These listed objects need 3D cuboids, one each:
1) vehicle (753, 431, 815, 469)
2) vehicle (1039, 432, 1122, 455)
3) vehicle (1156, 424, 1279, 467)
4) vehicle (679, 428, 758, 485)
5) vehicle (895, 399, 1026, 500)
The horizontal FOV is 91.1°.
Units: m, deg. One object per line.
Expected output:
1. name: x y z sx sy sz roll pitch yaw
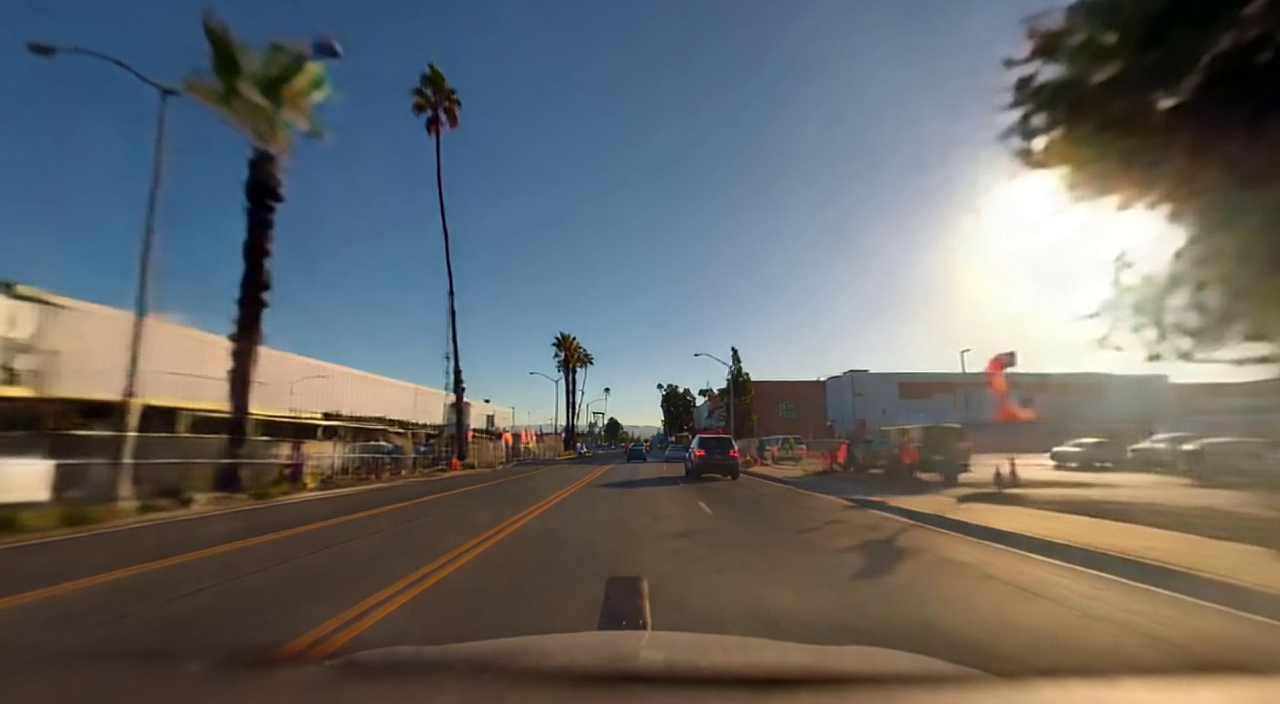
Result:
1. vehicle: 10.833 7.417 48.020 2.799 2.593 7.710 -1 -8 0
2. vehicle: 30.644 6.387 43.667 4.762 1.523 1.933 2 -8 -13
3. vehicle: 30.396 4.717 31.732 6.580 2.031 2.456 1 -8 -3
4. vehicle: 2.908 4.070 24.860 2.386 1.970 5.665 0 -8 0
5. vehicle: 11.006 3.274 21.377 2.609 2.976 4.867 -8 -11 41
